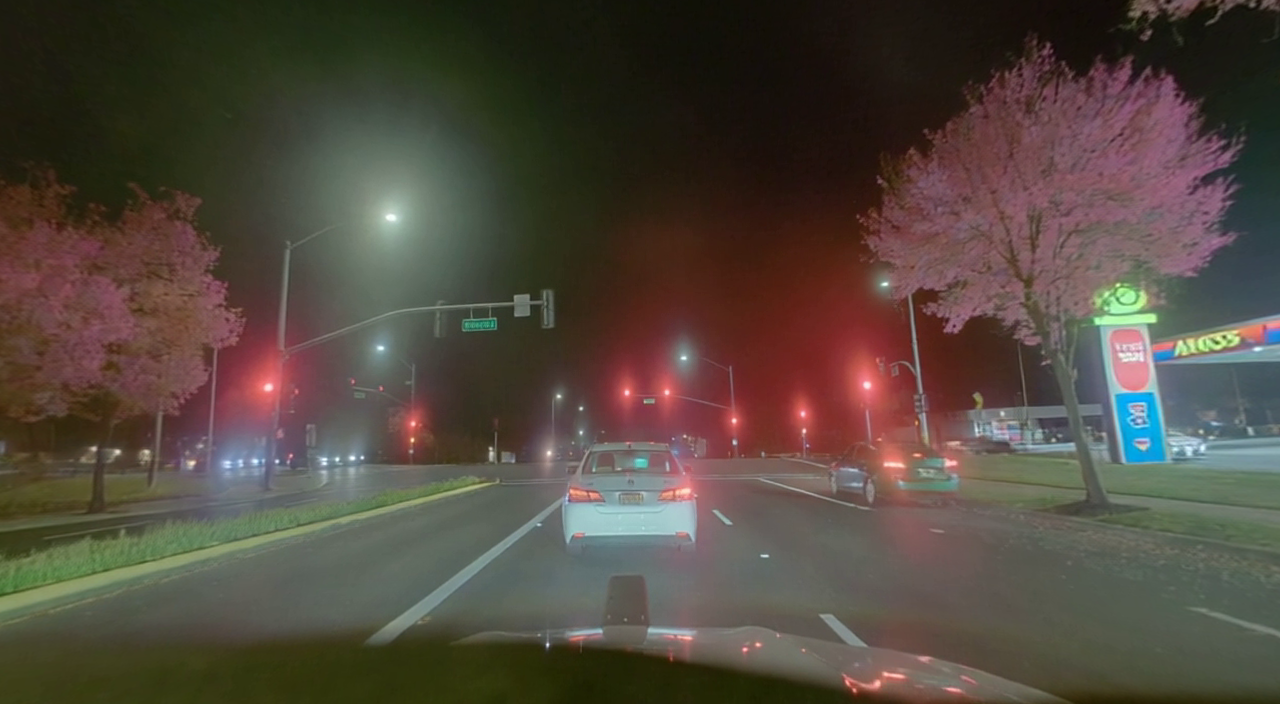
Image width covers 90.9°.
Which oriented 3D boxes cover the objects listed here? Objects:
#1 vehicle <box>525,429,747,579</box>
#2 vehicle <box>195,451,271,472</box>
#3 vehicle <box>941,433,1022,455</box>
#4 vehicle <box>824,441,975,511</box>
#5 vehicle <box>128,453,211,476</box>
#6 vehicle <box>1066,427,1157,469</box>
[{"bbox_3d":[-0.063,1.822,8.399,2.213,1.482,4.057,0,-8,-1],"label":"vehicle"},{"bbox_3d":[-30.144,8.123,46.755,4.466,1.438,1.837,-1,-8,5],"label":"vehicle"},{"bbox_3d":[23.712,6.409,43.891,4.458,1.510,1.947,-1,-8,9],"label":"vehicle"},{"bbox_3d":[6.334,3.039,16.041,1.942,1.511,4.390,0,-8,0],"label":"vehicle"},{"bbox_3d":[-32.935,7.856,44.149,4.609,1.465,1.944,-2,-8,10],"label":"vehicle"},{"bbox_3d":[18.547,3.738,24.707,4.300,1.495,2.053,8,-12,-44],"label":"vehicle"}]
